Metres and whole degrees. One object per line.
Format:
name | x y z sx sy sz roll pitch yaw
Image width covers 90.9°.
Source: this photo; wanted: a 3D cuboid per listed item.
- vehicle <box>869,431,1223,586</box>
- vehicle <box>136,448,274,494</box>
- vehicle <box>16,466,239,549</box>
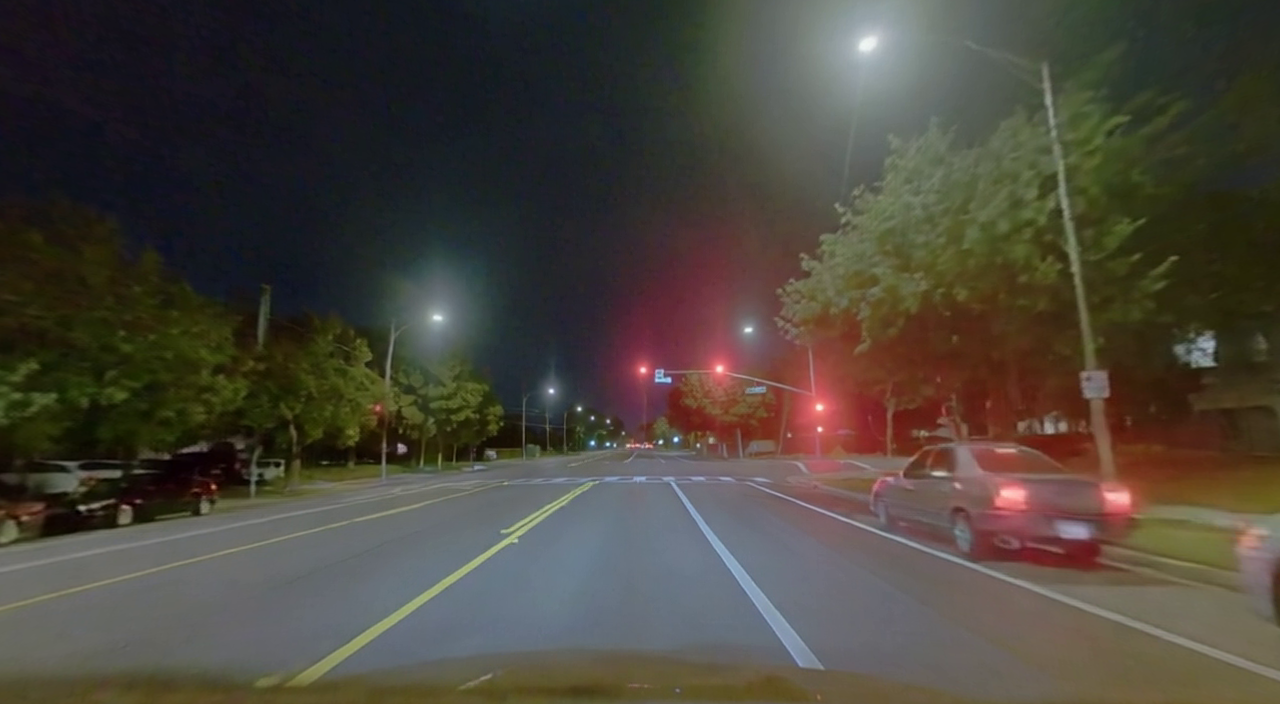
vehicle | 4.862 1.888 8.538 1.915 1.521 4.375 0 -8 1
vehicle | -20.766 5.689 30.279 5.039 2.037 2.093 -1 -8 1
vehicle | -12.504 3.774 15.882 1.851 1.472 4.532 -2 -7 0
